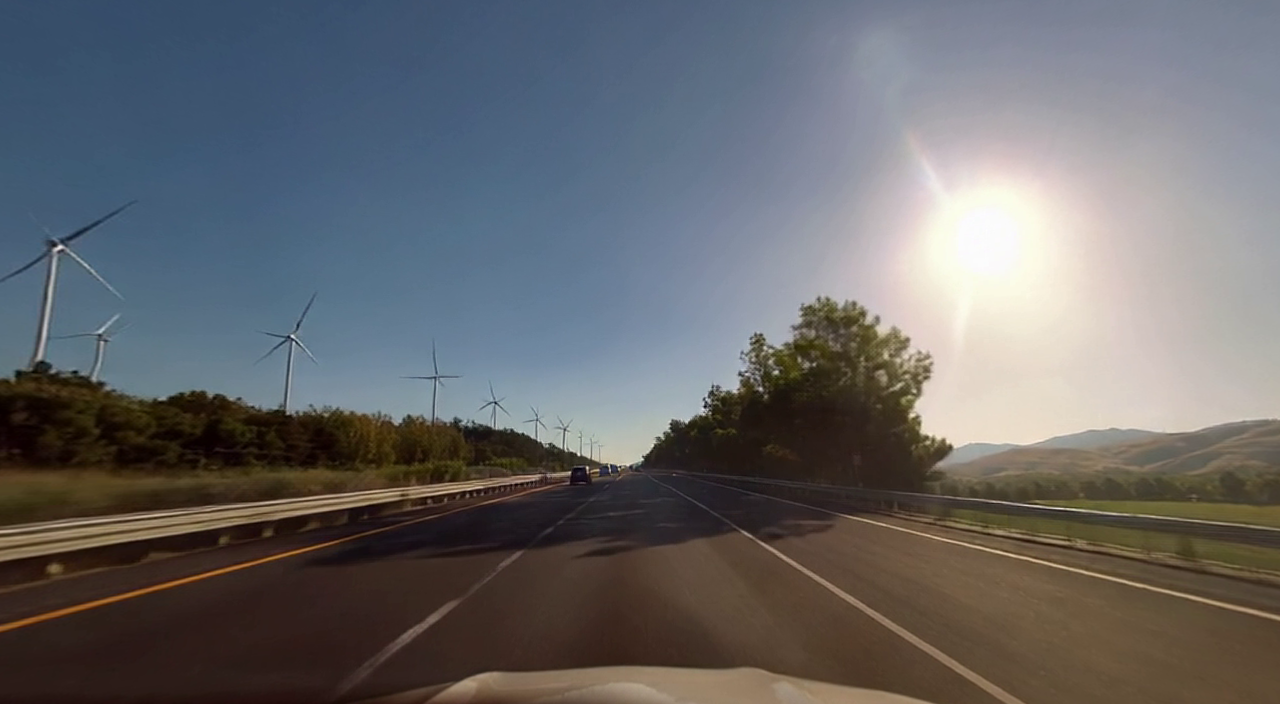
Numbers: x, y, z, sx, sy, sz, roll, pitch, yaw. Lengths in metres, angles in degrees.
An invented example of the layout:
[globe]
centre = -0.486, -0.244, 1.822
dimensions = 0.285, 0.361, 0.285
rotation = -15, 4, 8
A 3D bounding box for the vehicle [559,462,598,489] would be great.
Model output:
[vehicle]
centre = -3.750, 7.659, 39.069
dimensions = 2.001, 1.486, 4.104
rotation = 1, -10, -1
